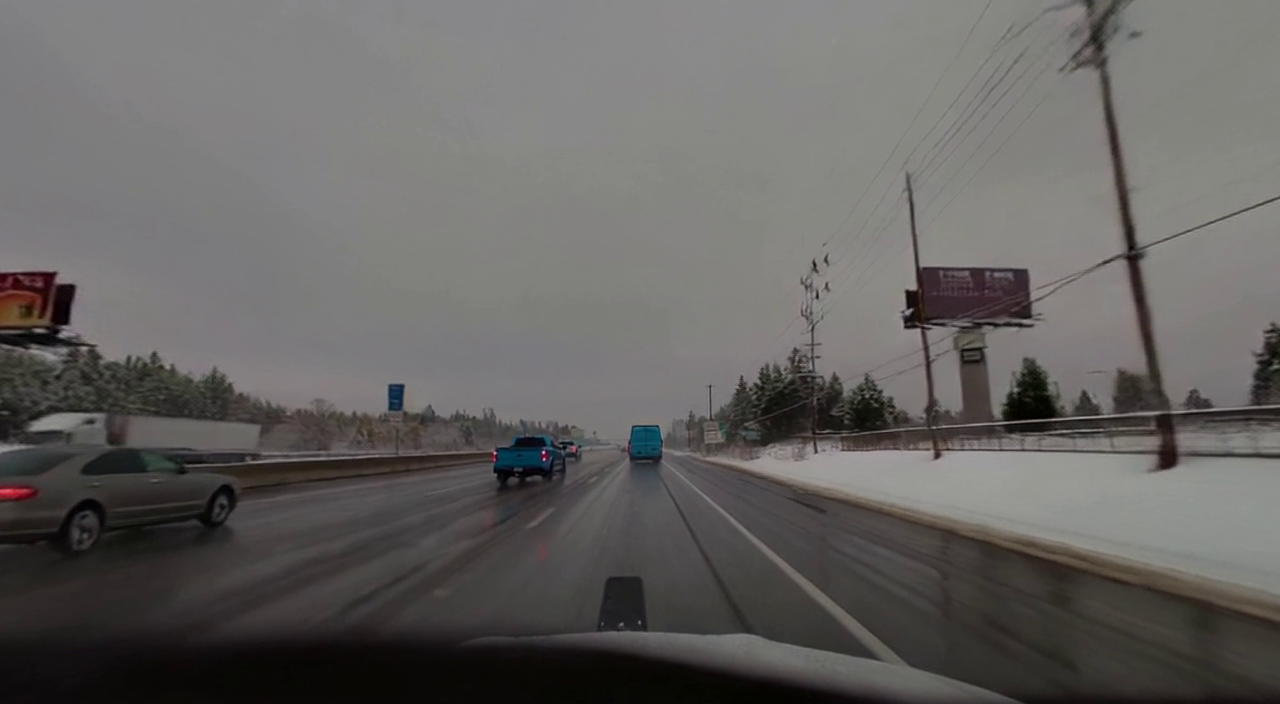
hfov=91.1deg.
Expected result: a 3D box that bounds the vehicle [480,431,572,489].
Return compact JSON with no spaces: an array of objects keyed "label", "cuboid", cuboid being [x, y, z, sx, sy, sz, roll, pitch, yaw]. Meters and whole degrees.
[{"label":"vehicle","cuboid":[-3.718,3.634,21.485,2.145,1.730,4.729,0,-8,1]}]

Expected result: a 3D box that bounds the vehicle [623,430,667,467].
[{"label":"vehicle","cuboid":[0.282,6.327,41.301,2.692,2.279,5.695,0,-8,0]}]

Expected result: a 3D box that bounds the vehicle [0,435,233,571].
[{"label":"vehicle","cuboid":[-7.963,1.863,8.367,1.941,1.475,4.597,0,-8,1]}]
